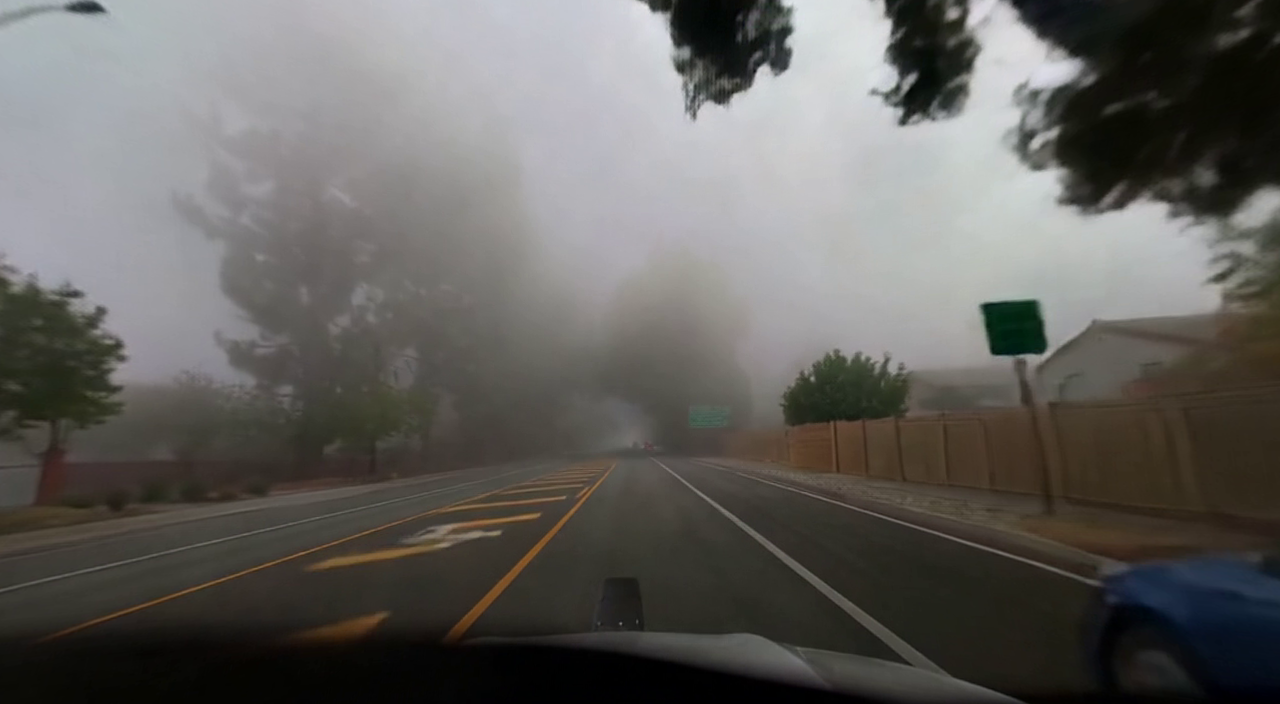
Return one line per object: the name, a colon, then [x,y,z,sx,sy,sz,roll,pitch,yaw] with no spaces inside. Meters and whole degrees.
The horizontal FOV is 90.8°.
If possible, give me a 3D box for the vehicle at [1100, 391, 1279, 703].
vehicle: [2.981,0.658,0.530,1.991,1.476,4.153,0,-8,-1]
